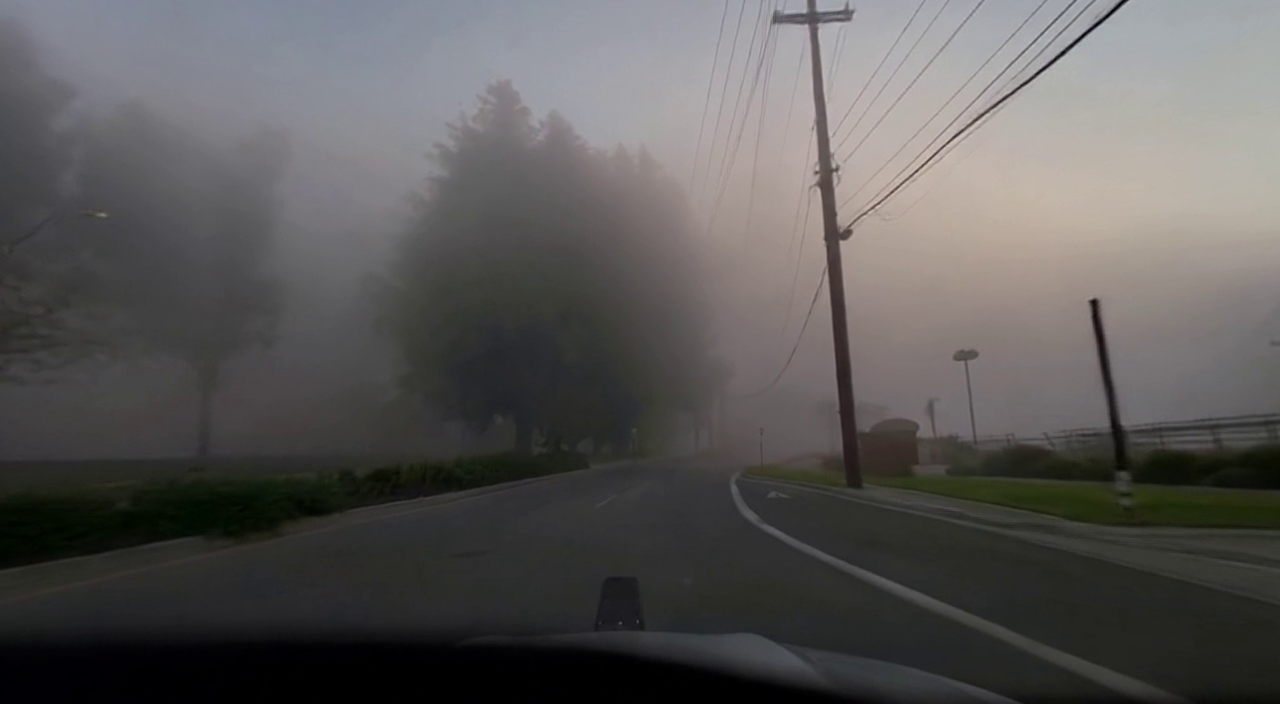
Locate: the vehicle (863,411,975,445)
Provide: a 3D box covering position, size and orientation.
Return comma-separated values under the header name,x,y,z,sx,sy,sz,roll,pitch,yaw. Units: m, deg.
name,x,y,z,sx,sy,sz,roll,pitch,yaw
vehicle,16.638,4.617,37.920,5.745,1.902,2.244,-2,-9,13
